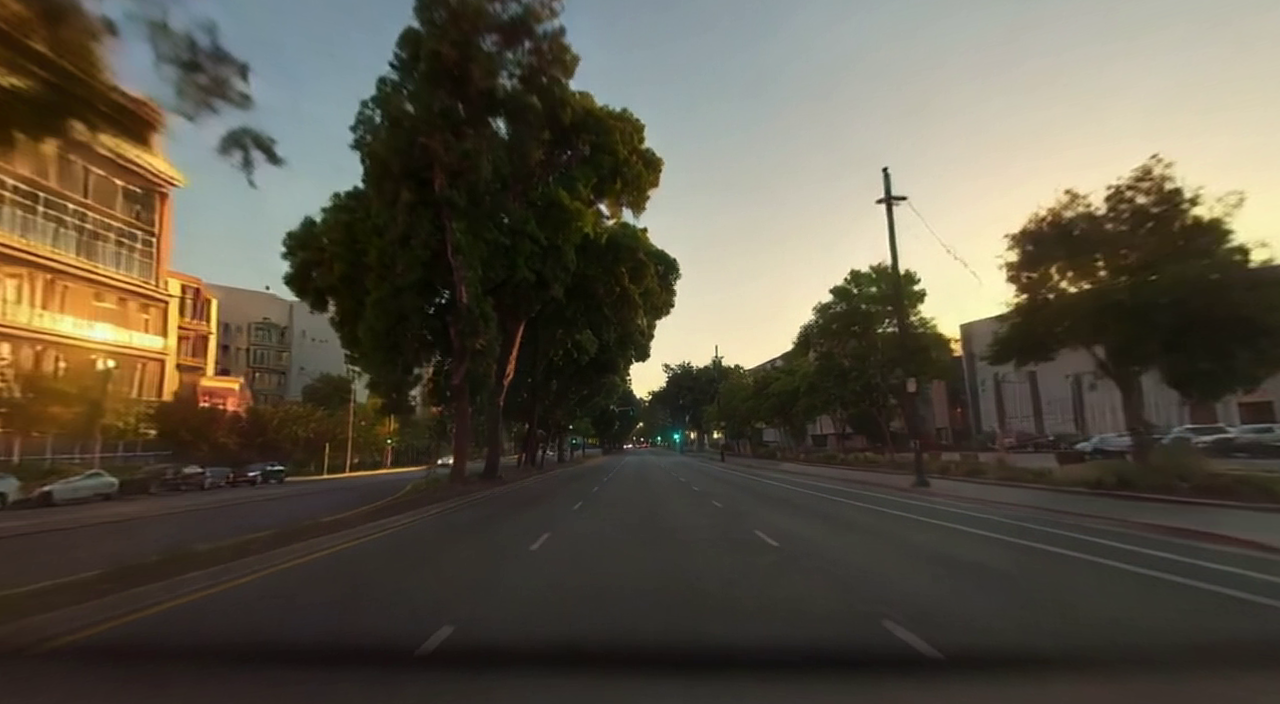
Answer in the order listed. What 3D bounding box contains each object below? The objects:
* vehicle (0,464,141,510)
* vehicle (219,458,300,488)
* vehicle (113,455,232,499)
[{"bbox_3d":[-22.031,5.178,24.538,1.897,1.462,4.278,0,-8,-3],"label":"vehicle"},{"bbox_3d":[-21.939,6.980,36.685,1.841,1.505,4.664,0,-8,-1],"label":"vehicle"},{"bbox_3d":[-22.131,5.889,30.187,2.043,1.816,4.776,0,-8,-1],"label":"vehicle"}]
